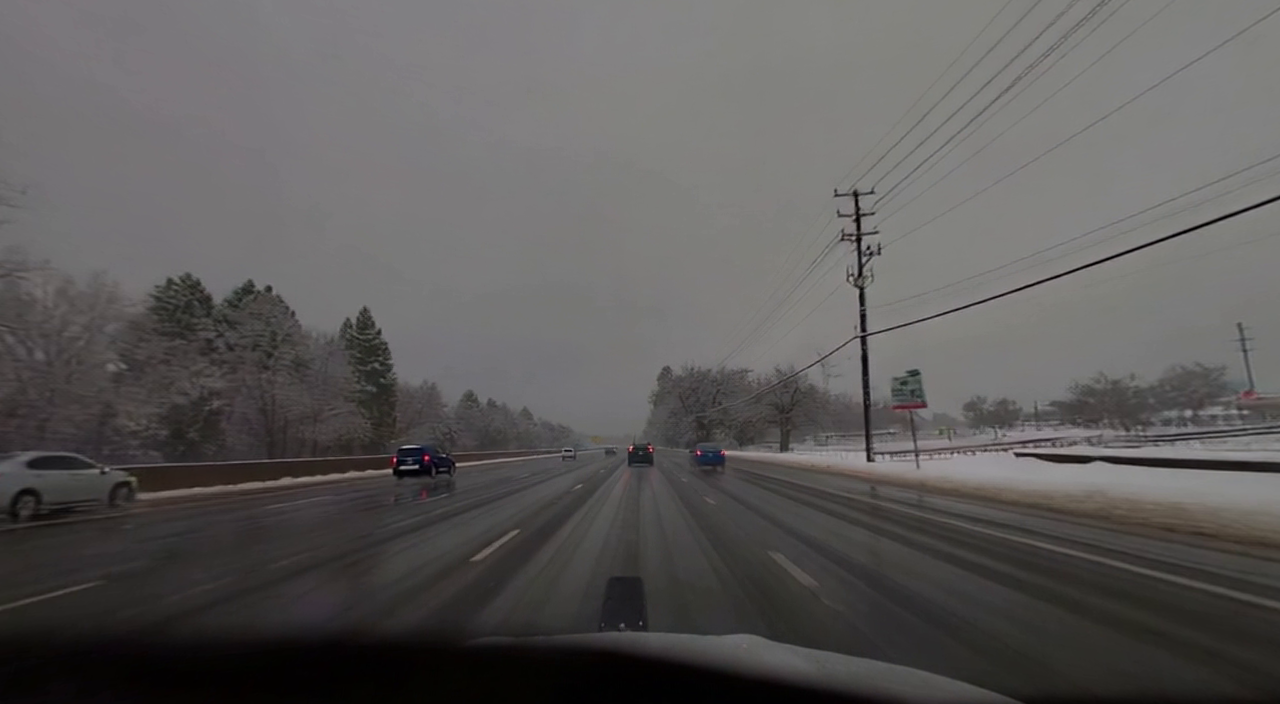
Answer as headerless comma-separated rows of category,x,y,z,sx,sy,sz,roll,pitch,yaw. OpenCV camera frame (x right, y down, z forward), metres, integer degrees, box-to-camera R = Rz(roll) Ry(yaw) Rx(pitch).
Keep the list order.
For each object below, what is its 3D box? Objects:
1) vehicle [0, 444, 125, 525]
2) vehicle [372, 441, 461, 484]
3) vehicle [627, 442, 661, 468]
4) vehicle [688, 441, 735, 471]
vehicle,-14.409,2.877,13.906,2.046,1.674,4.735,0,-8,1
vehicle,-10.274,5.104,29.489,2.241,1.810,4.966,-1,-8,2
vehicle,0.251,6.387,39.329,2.036,1.474,3.969,0,-8,0
vehicle,3.845,5.689,34.627,2.060,1.526,4.387,0,-8,0
